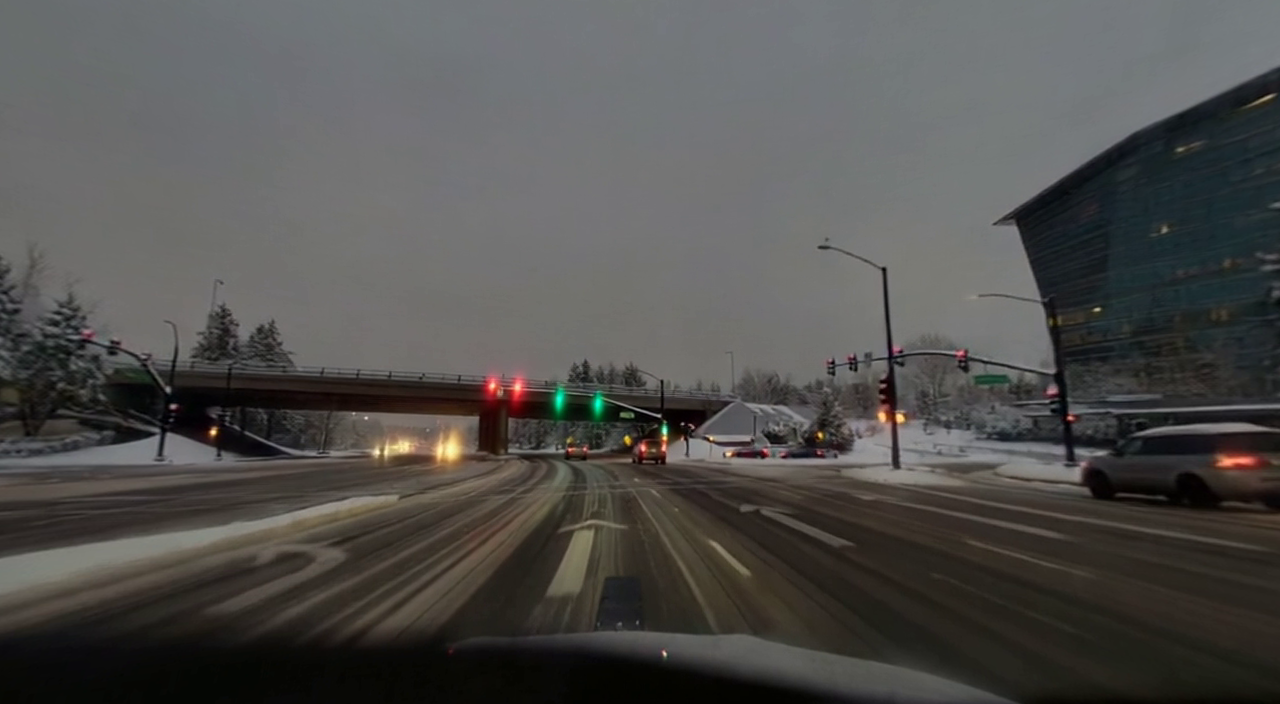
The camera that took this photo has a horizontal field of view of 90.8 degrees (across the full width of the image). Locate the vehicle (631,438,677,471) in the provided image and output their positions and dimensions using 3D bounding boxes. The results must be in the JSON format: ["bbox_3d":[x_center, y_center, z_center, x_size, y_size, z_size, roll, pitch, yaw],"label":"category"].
[{"bbox_3d":[0.710,5.814,36.056,2.024,1.724,3.928,1,-8,-8],"label":"vehicle"}]

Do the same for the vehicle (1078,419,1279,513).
[{"bbox_3d":[12.314,2.456,14.081,2.130,1.741,4.665,-1,-8,6],"label":"vehicle"}]
